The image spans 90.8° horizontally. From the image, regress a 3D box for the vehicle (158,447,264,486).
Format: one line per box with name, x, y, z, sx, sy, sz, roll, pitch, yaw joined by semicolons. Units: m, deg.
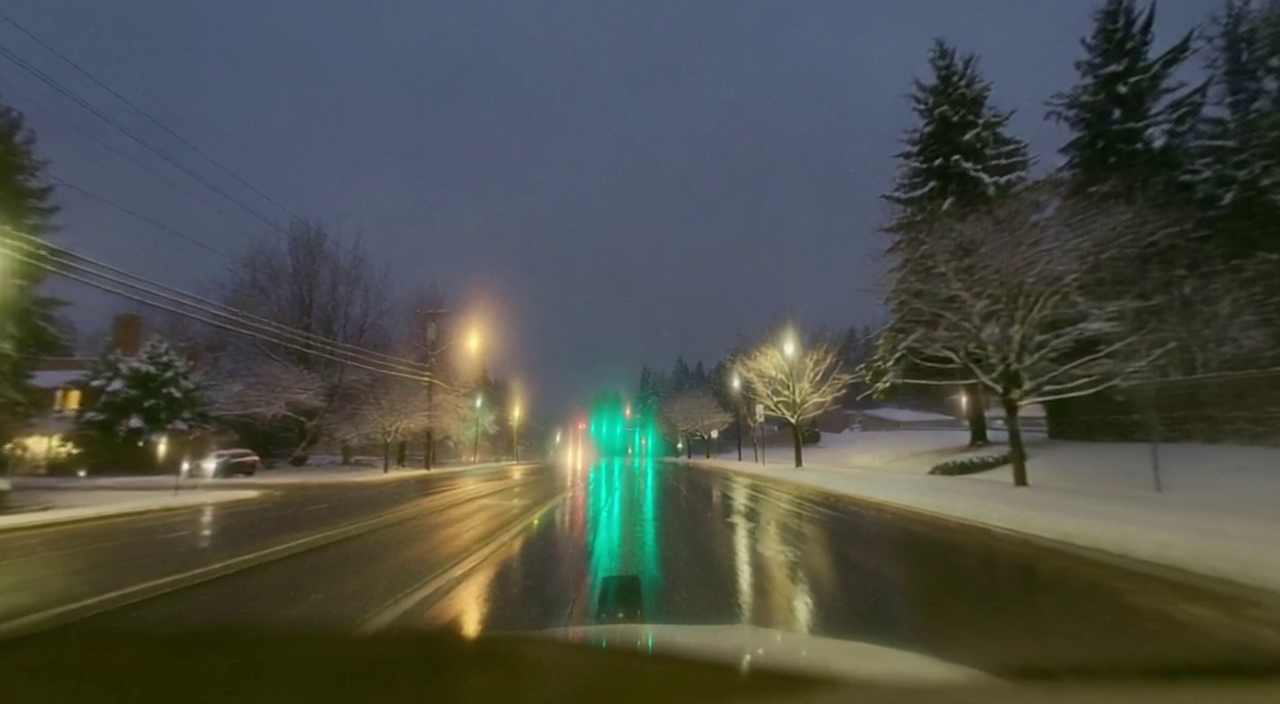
vehicle;-23.324;6.198;34.722;2.192;1.901;5.889;0;-9;-6
